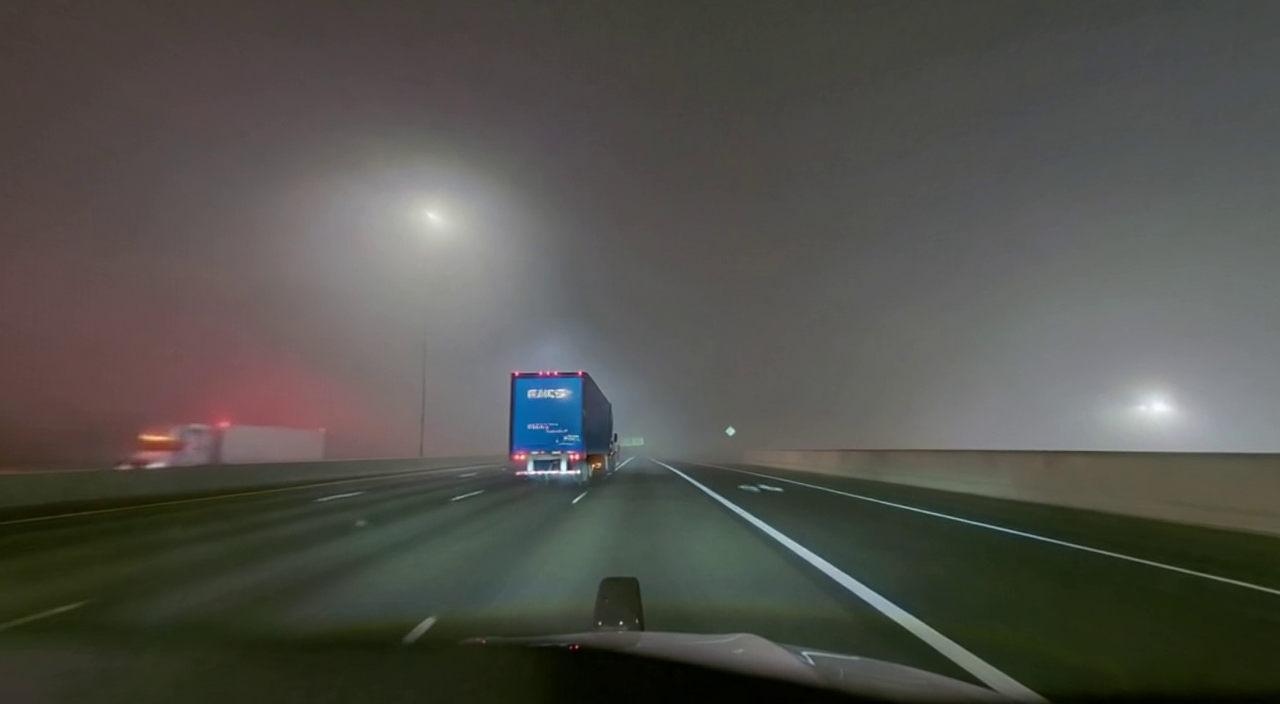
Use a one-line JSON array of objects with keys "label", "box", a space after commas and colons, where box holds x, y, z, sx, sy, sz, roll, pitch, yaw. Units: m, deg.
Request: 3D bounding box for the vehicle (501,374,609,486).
[{"label": "vehicle", "box": [-3.270, 3.586, 27.936, 3.059, 3.956, 11.036, 0, -9, 1]}]

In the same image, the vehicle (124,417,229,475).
[{"label": "vehicle", "box": [-31.576, 6.440, 43.186, 3.011, 3.659, 5.141, 0, -9, 2]}]
